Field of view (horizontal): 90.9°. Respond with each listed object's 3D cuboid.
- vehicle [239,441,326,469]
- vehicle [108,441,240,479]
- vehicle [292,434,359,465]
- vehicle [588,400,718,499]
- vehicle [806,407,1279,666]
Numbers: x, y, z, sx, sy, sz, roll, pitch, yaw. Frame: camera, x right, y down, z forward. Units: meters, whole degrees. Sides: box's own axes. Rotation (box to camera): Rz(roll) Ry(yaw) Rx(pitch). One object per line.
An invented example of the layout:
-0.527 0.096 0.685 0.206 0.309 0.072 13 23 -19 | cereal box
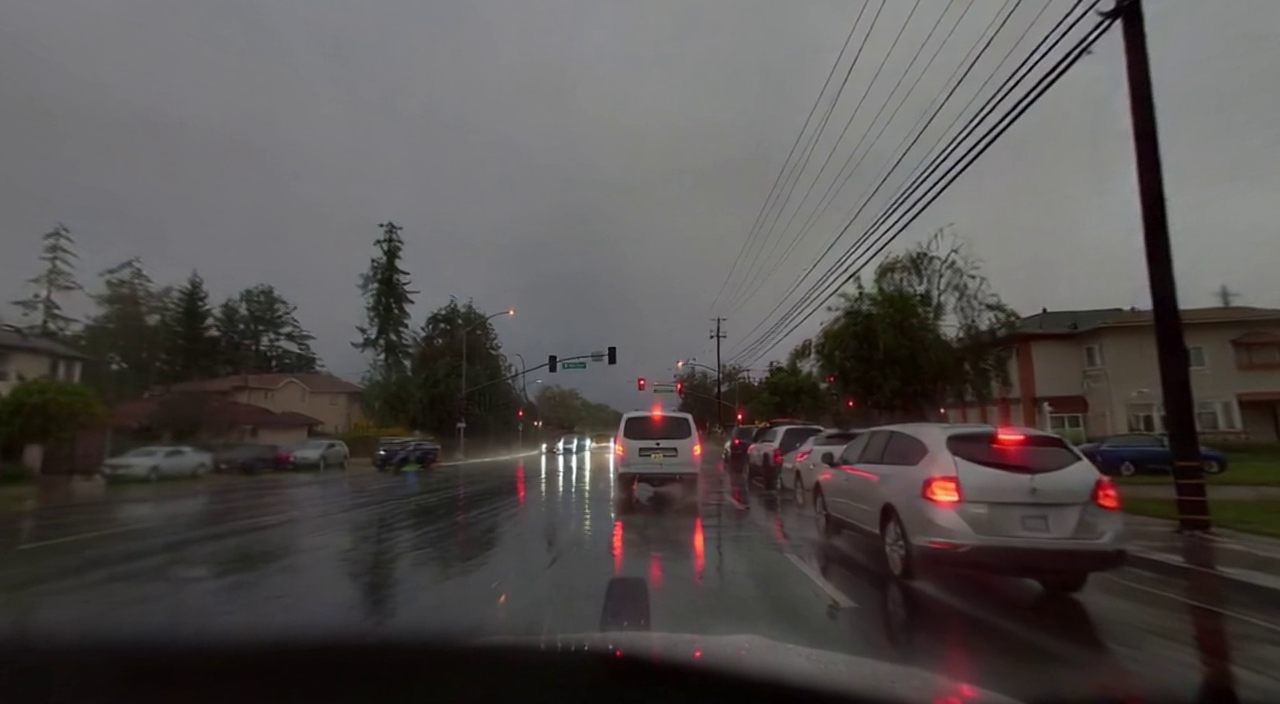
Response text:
-19.519 5.627 34.691 1.830 1.436 4.771 0 -8 2 | vehicle
-19.624 4.552 26.844 1.891 1.460 4.681 0 -8 3 | vehicle
-19.744 6.111 39.772 1.996 1.809 4.699 0 -8 -3 | vehicle
0.291 2.456 16.076 2.769 2.087 5.130 0 -8 0 | vehicle
3.083 1.410 5.911 2.002 1.511 4.124 1 -8 1 | vehicle
